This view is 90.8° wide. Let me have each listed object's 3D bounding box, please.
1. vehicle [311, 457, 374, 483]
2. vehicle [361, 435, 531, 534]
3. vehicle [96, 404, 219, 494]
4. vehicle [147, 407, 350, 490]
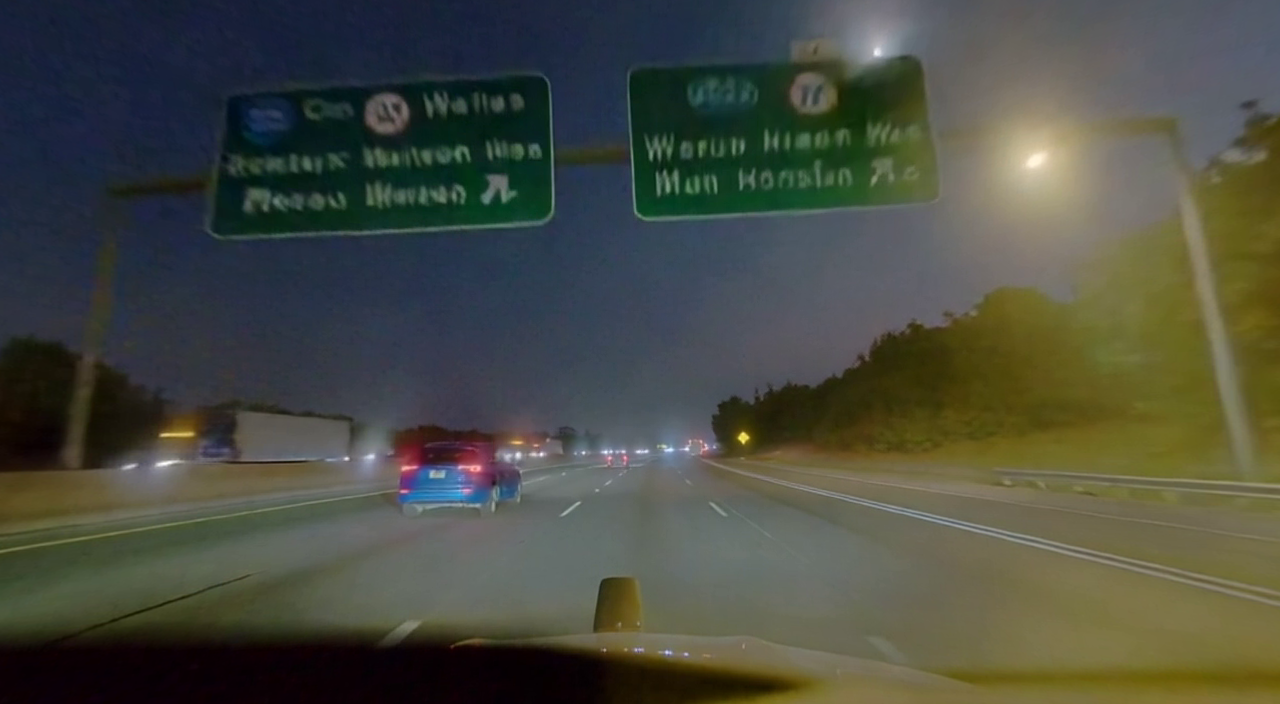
[{"bbox_3d":[-18.336,7.271,39.112,1.887,1.417,3.931,-1,-9,2],"label":"vehicle"},{"bbox_3d":[-3.598,2.522,12.623,2.016,1.623,4.126,0,-9,1],"label":"vehicle"},{"bbox_3d":[-22.758,4.574,29.992,2.954,4.005,3.206,0,-9,1],"label":"vehicle"},{"bbox_3d":[-22.572,5.805,38.257,2.839,4.056,14.261,0,-9,2],"label":"vehicle"}]
